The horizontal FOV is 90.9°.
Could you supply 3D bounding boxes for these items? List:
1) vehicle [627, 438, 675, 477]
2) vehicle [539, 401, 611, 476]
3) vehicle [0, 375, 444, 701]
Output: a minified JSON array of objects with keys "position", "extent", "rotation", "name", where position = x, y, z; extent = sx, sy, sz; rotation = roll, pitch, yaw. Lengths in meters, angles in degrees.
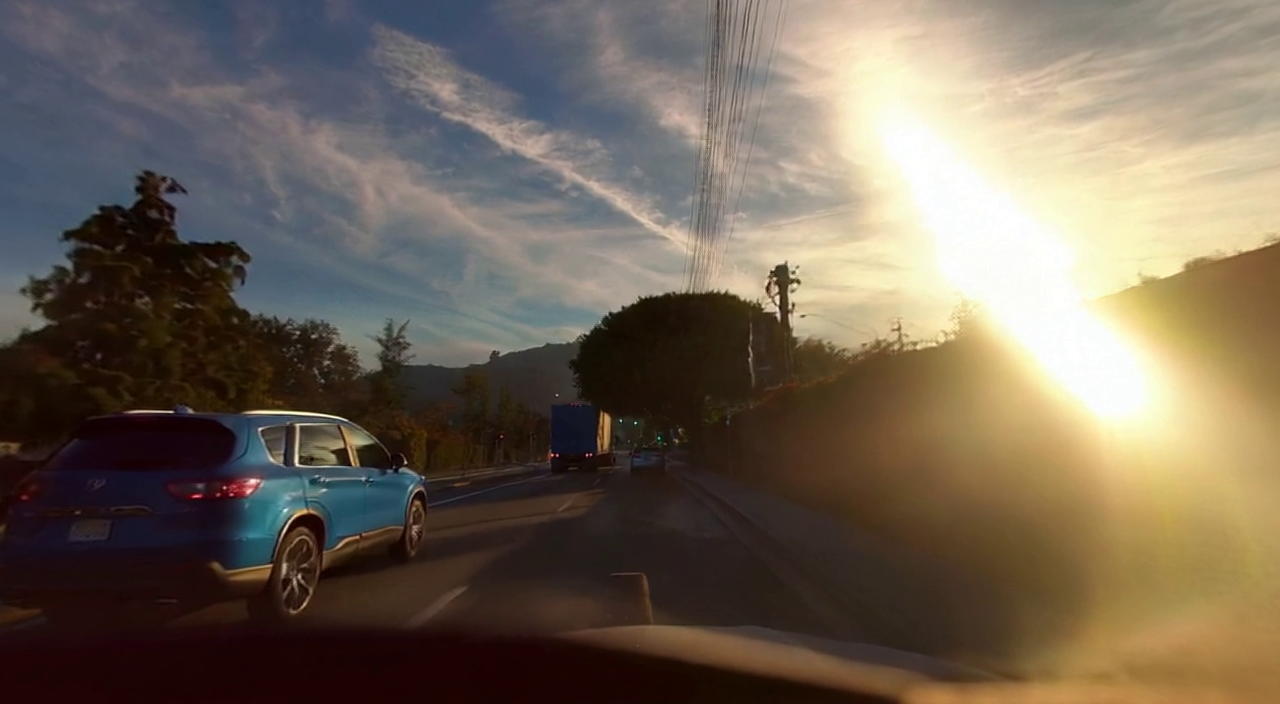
[{"position":[0.536,5.108,30.641],"extent":[2.174,1.749,4.113],"rotation":[0,-9,1],"name":"vehicle"},{"position":[-3.404,4.942,35.635],"extent":[2.928,3.658,8.980],"rotation":[0,-9,1],"name":"vehicle"},{"position":[-3.677,1.387,5.916],"extent":[2.093,1.832,4.508],"rotation":[0,-9,1],"name":"vehicle"}]
